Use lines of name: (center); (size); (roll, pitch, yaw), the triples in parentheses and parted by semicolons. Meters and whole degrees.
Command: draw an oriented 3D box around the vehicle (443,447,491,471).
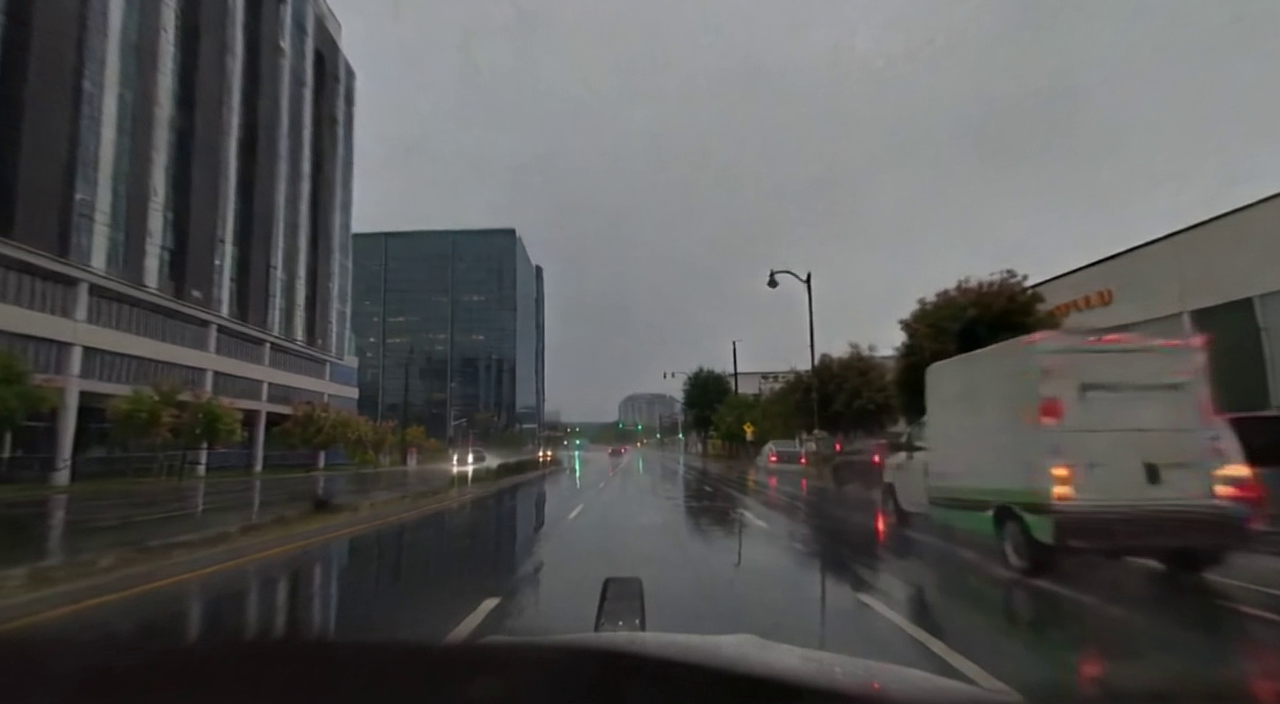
vehicle: (-11.247, 6.985, 41.375); (1.834, 1.482, 4.349); (0, -9, 0)

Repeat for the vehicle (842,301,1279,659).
vehicle: (4.717, 1.275, 7.258); (2.723, 2.409, 5.869); (0, -9, -1)
